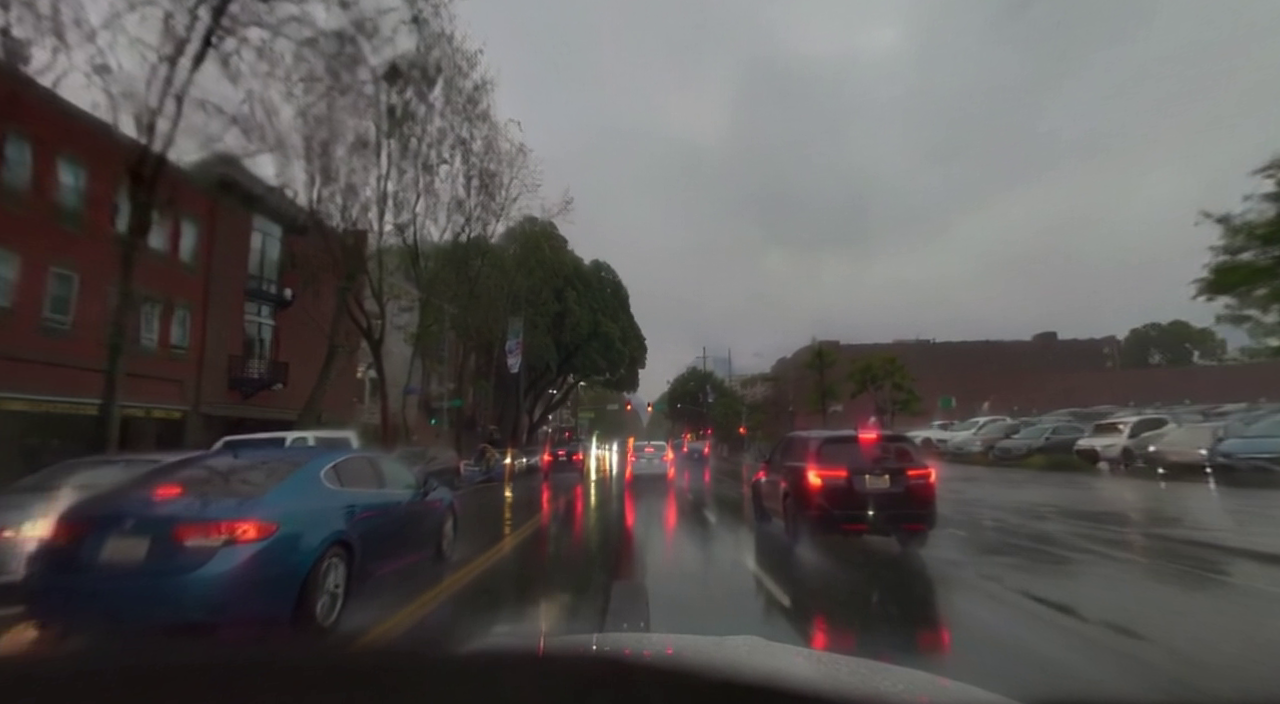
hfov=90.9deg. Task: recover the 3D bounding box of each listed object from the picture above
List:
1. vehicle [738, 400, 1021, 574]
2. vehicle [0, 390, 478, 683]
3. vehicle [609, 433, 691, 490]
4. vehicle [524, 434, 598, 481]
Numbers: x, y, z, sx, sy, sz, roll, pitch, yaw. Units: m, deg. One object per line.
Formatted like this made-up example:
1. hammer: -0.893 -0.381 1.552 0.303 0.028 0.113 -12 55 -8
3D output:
1. vehicle: 2.715 1.661 8.488 2.094 1.709 4.394 0 -8 1
2. vehicle: -3.058 1.323 5.584 2.085 1.619 3.976 0 -8 1
3. vehicle: 0.253 3.201 18.740 2.139 1.466 4.373 0 -8 0
4. vehicle: -2.717 3.776 22.802 2.019 1.507 4.643 0 -8 1
